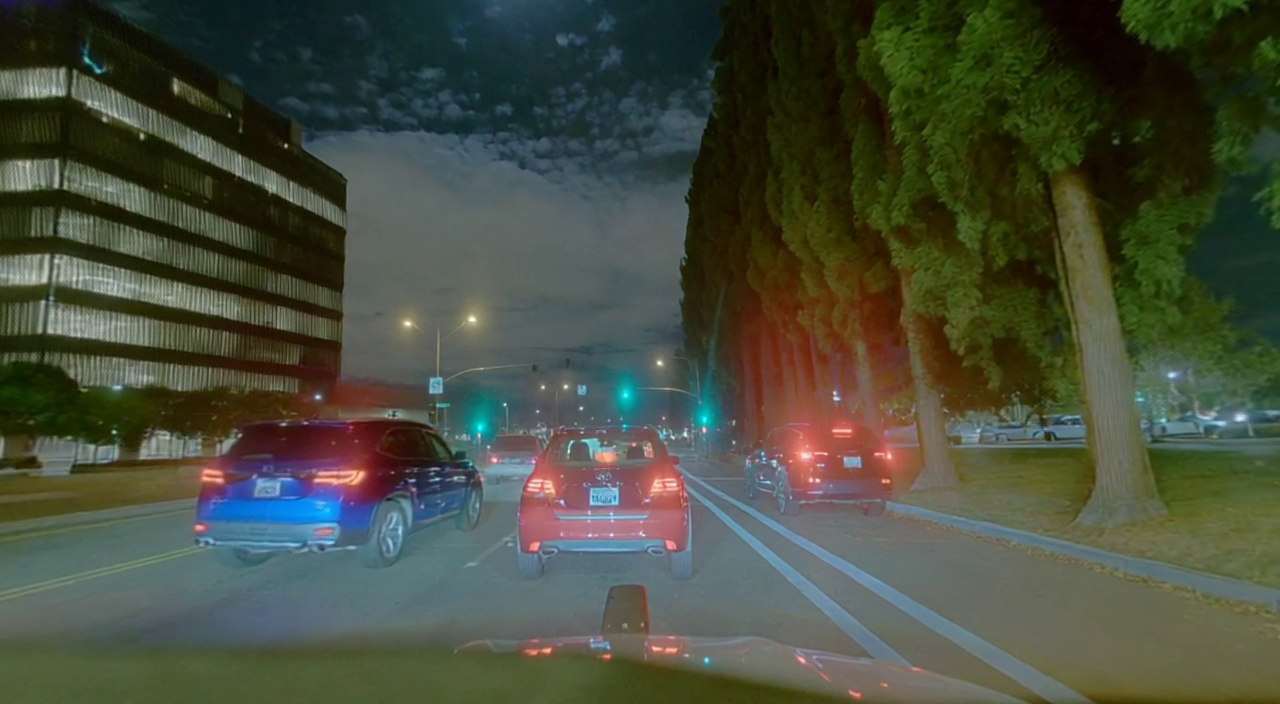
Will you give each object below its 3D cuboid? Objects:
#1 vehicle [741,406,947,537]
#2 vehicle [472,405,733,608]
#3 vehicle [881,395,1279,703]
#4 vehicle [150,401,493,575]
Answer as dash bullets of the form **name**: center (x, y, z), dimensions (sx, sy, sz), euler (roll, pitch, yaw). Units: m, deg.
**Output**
- **vehicle**: center (3.341, 2.083, 11.539), dimensions (2.117, 1.879, 4.715), euler (0, -8, -1)
- **vehicle**: center (-0.352, 1.585, 7.423), dimensions (2.114, 1.631, 4.459), euler (0, -8, -1)
- **vehicle**: center (3.241, 1.070, 3.415), dimensions (2.045, 1.459, 4.462), euler (0, -8, -1)
- **vehicle**: center (-3.751, 1.710, 8.743), dimensions (2.141, 1.718, 4.809), euler (0, -8, 1)
